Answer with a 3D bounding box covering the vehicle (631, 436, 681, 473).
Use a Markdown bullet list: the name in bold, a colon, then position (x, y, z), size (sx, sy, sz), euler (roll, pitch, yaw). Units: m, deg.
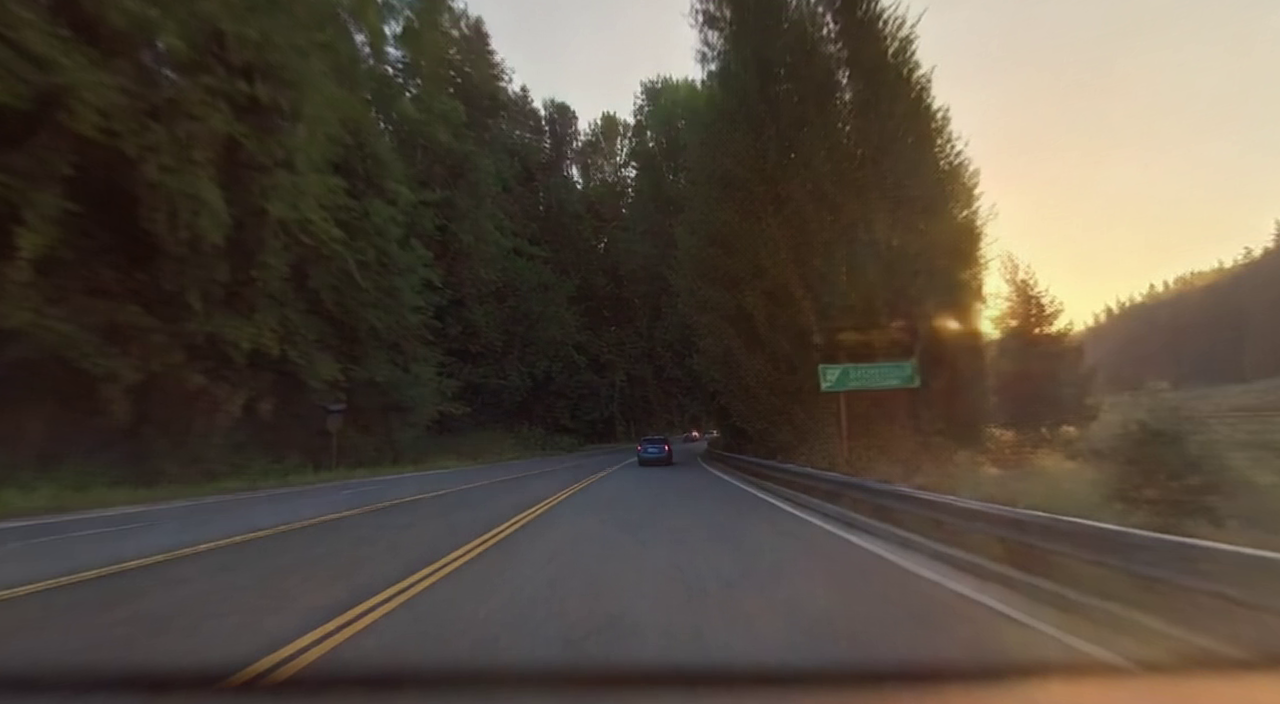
- **vehicle**: position (0.871, 5.068, 31.381), size (2.294, 1.708, 4.110), euler (0, -9, 3)
